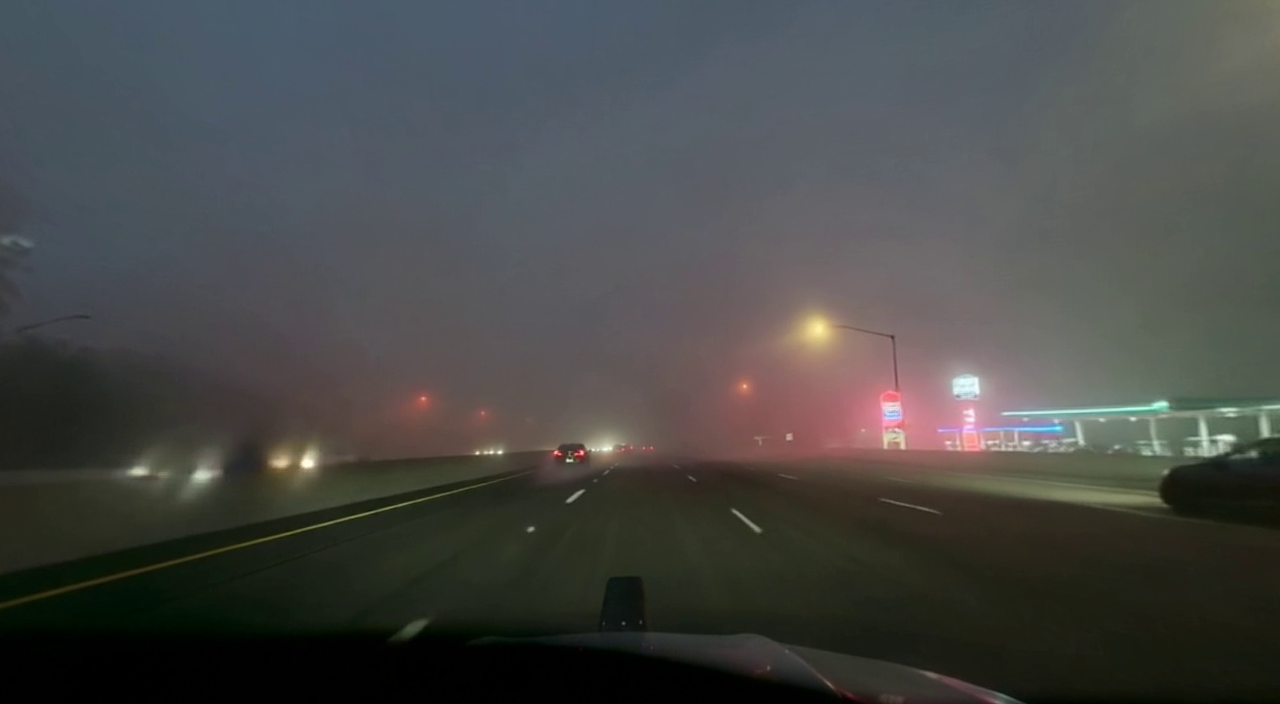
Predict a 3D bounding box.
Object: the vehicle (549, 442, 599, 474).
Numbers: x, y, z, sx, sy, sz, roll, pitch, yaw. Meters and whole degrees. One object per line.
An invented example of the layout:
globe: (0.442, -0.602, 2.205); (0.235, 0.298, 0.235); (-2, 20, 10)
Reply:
vehicle: (-3.347, 5.499, 32.927); (2.114, 1.510, 4.186); (-1, -9, 1)

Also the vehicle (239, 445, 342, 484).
vehicle: (-17.721, 5.683, 32.300); (2.440, 1.816, 4.846); (-1, -9, 1)

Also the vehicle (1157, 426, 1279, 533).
vehicle: (9.759, 1.701, 8.341); (1.909, 1.467, 4.940); (-1, -8, 4)

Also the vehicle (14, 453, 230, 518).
vehicle: (-14.031, 3.605, 17.597); (1.926, 1.473, 4.838); (-1, -9, 0)
